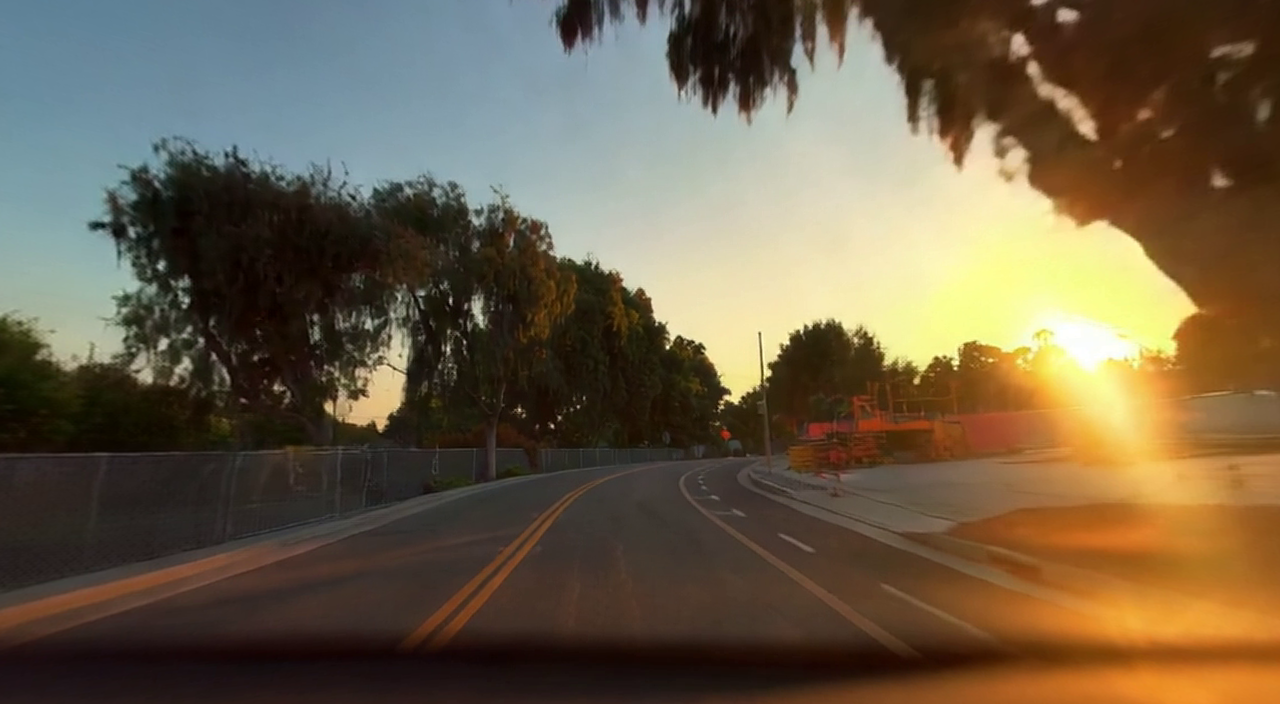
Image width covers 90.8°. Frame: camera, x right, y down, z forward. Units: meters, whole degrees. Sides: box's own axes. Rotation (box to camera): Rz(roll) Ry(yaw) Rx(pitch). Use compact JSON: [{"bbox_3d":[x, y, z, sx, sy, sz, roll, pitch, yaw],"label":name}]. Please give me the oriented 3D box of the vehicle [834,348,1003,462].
[{"bbox_3d":[10.667,2.485,25.879,2.984,3.691,10.409,-2,-9,5],"label":"vehicle"}]
